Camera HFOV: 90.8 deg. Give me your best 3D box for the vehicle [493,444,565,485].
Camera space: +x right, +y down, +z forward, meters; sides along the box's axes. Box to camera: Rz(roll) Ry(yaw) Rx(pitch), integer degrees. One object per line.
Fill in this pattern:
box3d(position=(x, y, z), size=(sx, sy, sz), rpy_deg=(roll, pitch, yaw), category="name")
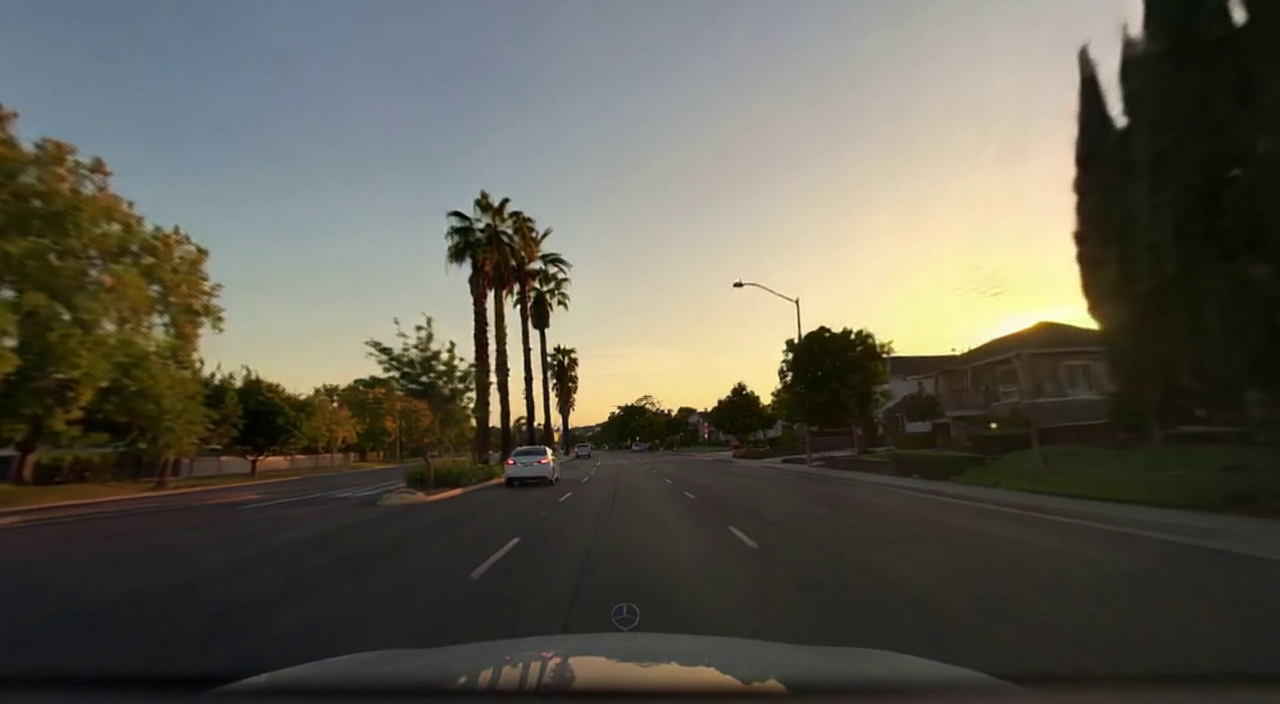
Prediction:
box3d(position=(-4.293, 4.423, 25.191), size=(2.108, 1.475, 4.555), rpy_deg=(0, -9, -1), category="vehicle")
